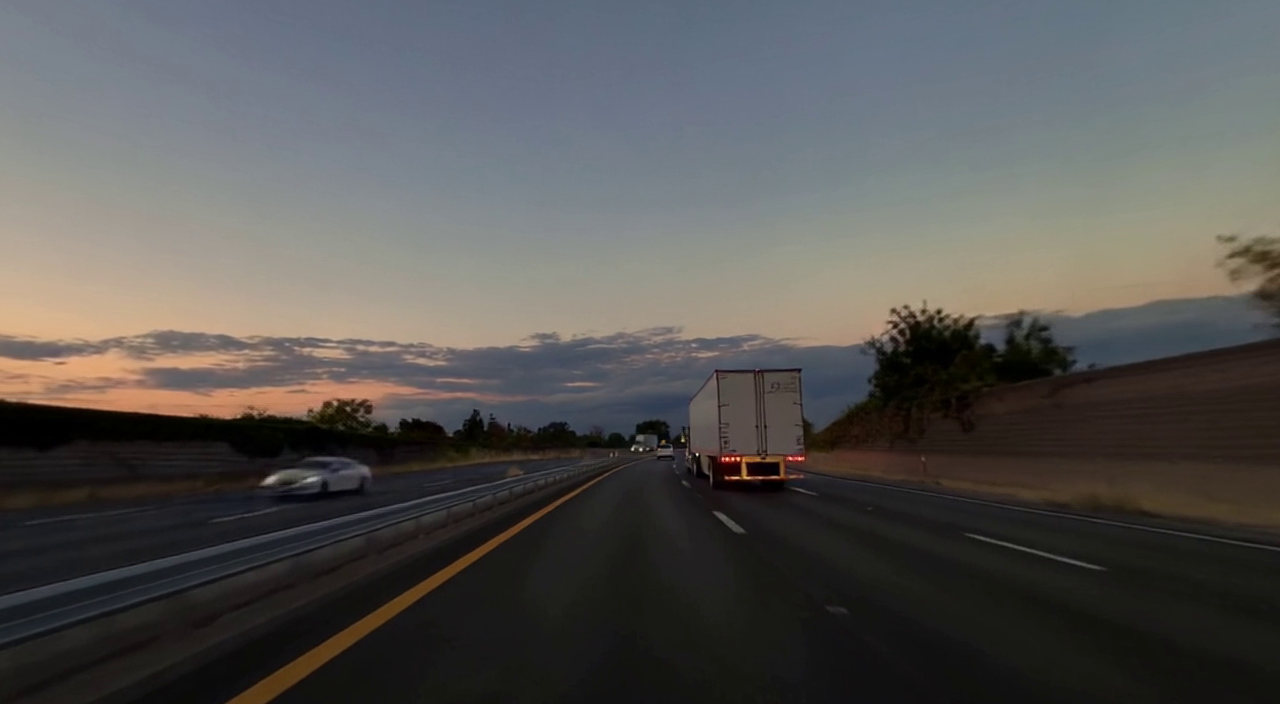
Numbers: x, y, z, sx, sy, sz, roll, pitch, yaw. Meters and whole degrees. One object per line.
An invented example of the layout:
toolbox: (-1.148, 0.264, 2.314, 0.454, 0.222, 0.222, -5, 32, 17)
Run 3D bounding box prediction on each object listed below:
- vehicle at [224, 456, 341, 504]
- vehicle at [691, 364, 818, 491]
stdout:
vehicle: (-12.275, 4.388, 21.859, 1.859, 1.465, 3.636, 0, -9, 1)
vehicle: (4.139, 3.340, 26.357, 2.965, 4.028, 12.529, 0, -9, 0)
